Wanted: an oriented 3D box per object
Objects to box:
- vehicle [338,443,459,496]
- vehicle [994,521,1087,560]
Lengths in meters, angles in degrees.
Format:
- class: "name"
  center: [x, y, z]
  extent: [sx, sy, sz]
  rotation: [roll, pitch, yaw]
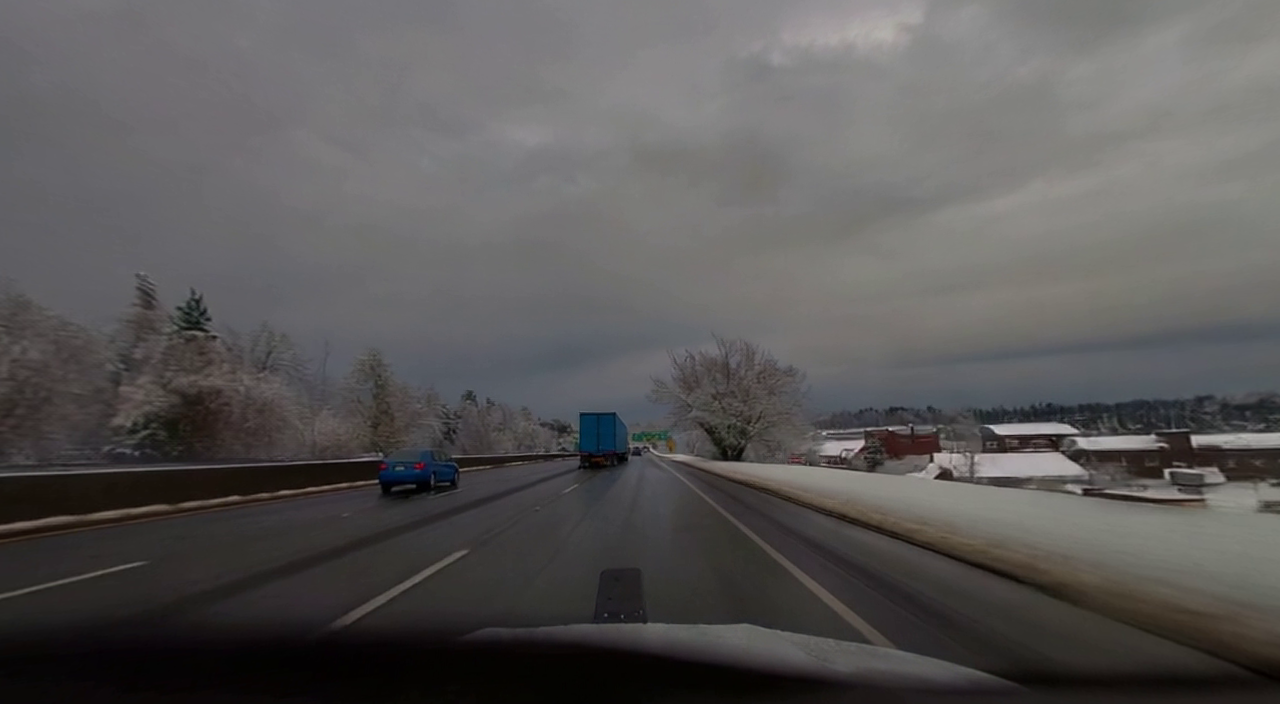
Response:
- class: "vehicle"
  center: [-7.415, 3.636, 19.875]
  extent: [1.901, 1.467, 4.629]
  rotation: [0, -8, 1]
- class: "vehicle"
  center: [24.061, 11.353, 37.998]
  extent: [2.126, 1.475, 4.971]
  rotation: [0, -8, -4]
